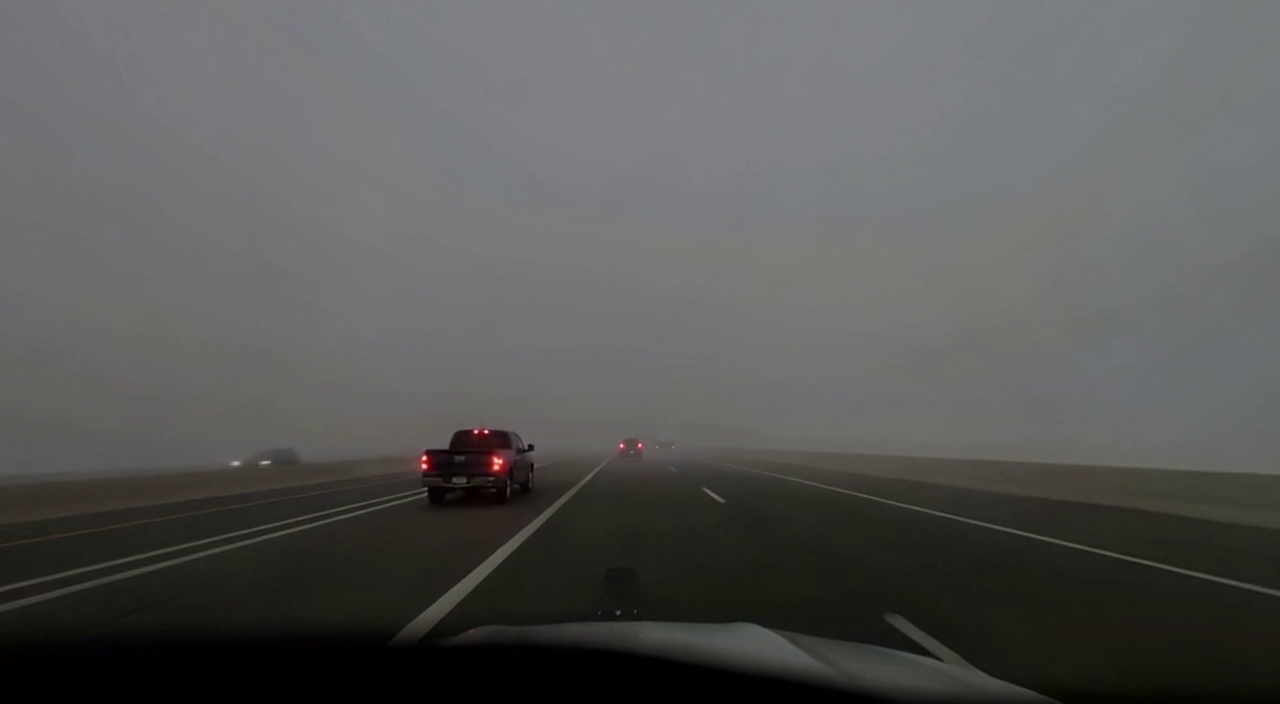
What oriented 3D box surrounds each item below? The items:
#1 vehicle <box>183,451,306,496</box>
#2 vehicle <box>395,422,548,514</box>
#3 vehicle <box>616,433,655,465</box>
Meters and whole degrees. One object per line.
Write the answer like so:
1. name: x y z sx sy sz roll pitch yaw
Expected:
1. vehicle: -15.287 4.678 24.700 1.933 1.496 4.597 0 -8 -1
2. vehicle: -3.617 2.581 14.571 2.326 1.761 4.450 0 -8 0
3. vehicle: -0.355 6.487 42.231 2.456 2.007 4.728 0 -8 -2
